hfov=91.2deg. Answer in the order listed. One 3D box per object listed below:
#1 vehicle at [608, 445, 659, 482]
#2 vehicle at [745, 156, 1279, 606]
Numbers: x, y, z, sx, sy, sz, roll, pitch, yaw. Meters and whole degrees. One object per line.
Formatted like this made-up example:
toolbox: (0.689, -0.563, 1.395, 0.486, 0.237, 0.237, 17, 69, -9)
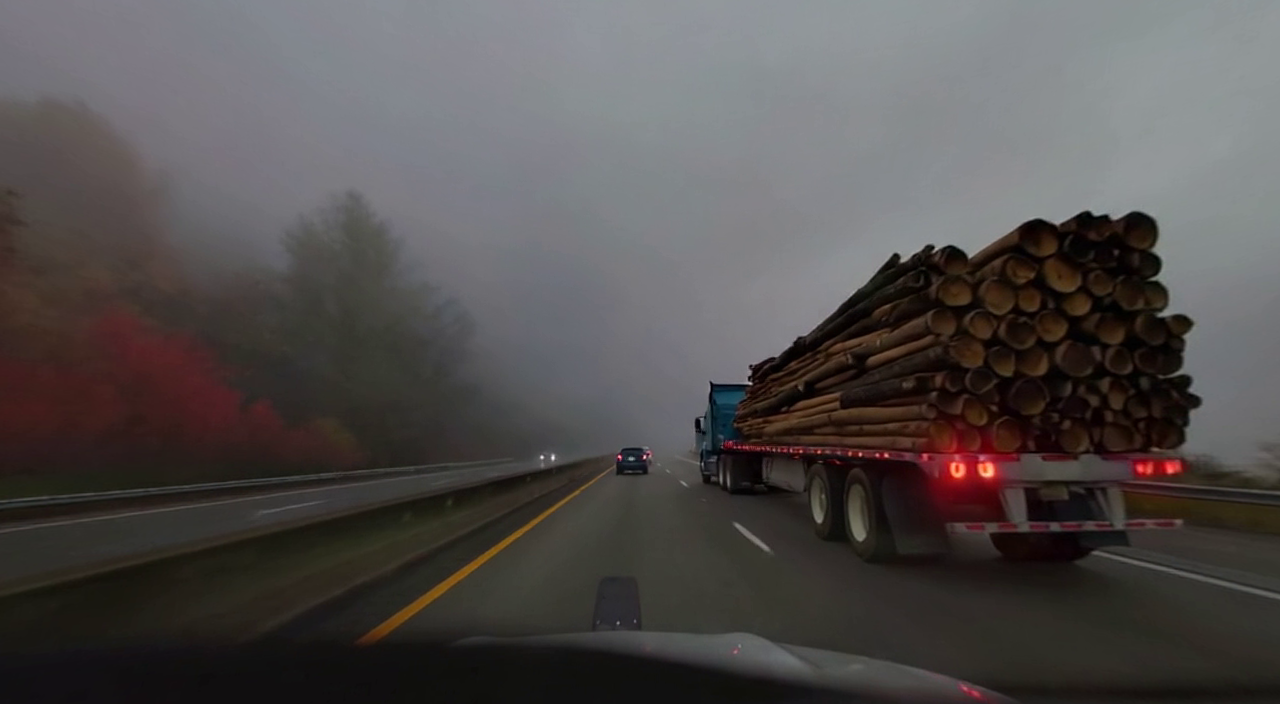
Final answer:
vehicle: (-0.290, 4.942, 28.069, 2.099, 1.506, 4.097, 0, -9, 0)
vehicle: (3.914, 0.782, 9.594, 3.004, 3.923, 8.363, 0, -9, -1)
